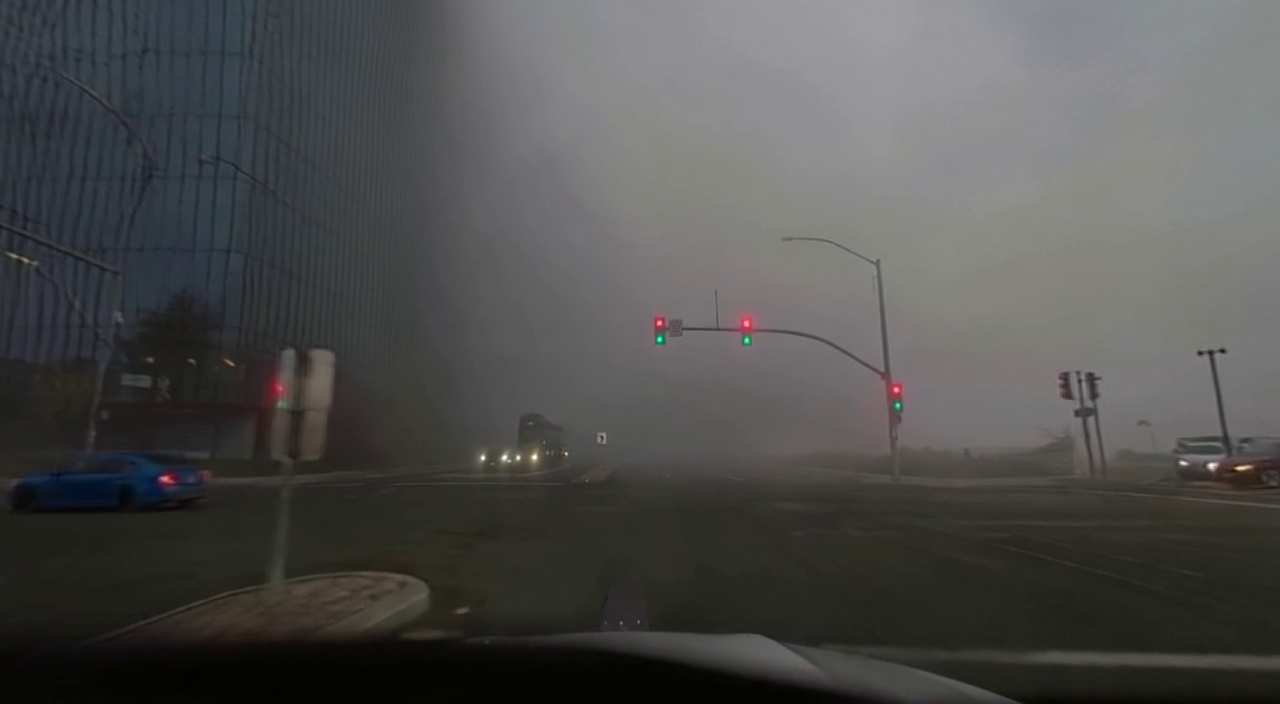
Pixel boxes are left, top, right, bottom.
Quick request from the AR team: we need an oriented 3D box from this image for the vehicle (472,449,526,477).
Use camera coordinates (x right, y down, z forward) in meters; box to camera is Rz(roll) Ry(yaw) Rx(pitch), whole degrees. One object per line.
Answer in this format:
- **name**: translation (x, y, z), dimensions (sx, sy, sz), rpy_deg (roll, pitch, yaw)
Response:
- **vehicle**: translation (-8.432, 6.664, 37.979), dimensions (2.113, 1.535, 4.504), rpy_deg (0, -9, 1)

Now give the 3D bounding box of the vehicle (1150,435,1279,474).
- **vehicle**: translation (24.290, 4.281, 26.504), dimensions (2.021, 1.484, 4.454), rpy_deg (0, -9, 2)

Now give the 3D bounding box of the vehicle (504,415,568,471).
- **vehicle**: translation (-7.920, 7.198, 49.652), dimensions (3.109, 3.888, 11.000), rpy_deg (0, -9, 0)

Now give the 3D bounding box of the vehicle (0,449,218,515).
- **vehicle**: translation (-13.630, 3.279, 16.237), dimensions (4.197, 1.525, 2.014), rpy_deg (-1, -9, 10)
